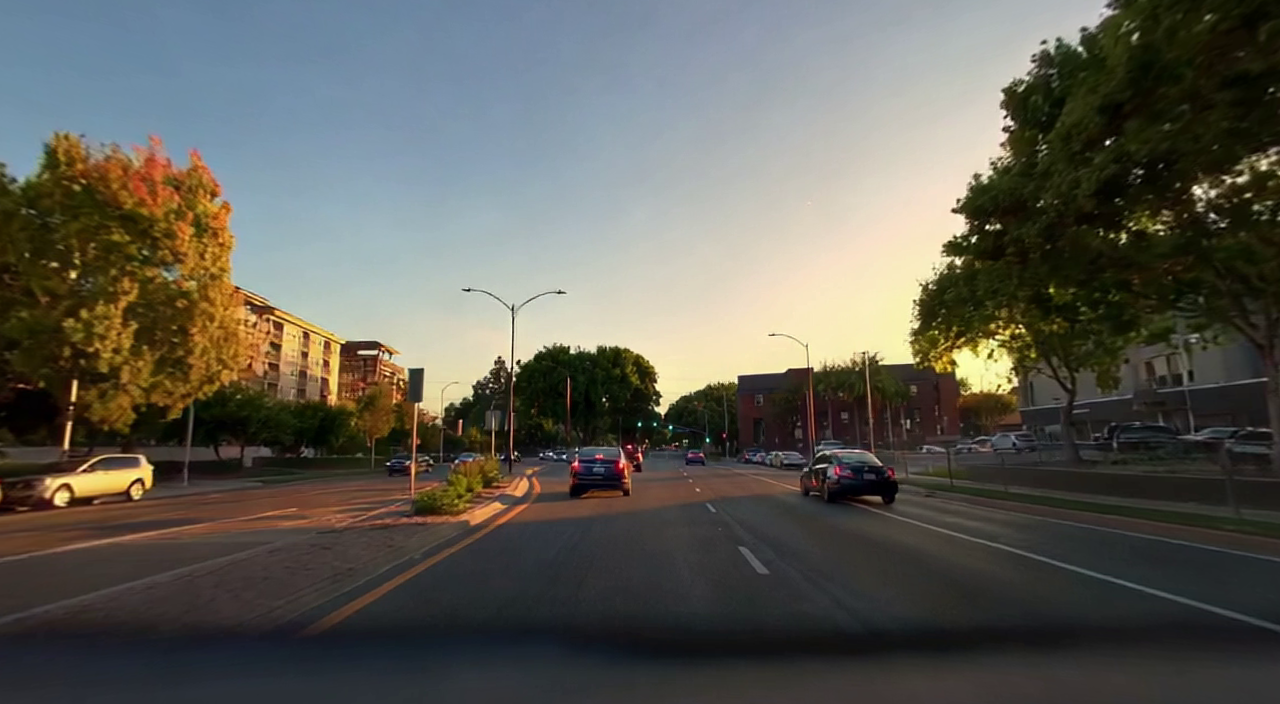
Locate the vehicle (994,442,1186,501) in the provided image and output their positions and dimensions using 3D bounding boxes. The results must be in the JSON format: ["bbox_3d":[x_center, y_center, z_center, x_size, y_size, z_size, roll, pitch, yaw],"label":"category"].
[{"bbox_3d":[12.482,3.327,18.007,2.062,1.442,4.533,0,-9,-1],"label":"vehicle"}]

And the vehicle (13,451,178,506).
[{"bbox_3d":[-20.572,4.762,24.249,2.103,1.824,4.755,0,-9,-1],"label":"vehicle"}]

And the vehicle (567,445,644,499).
[{"bbox_3d":[-1.074,3.663,19.723,2.144,1.447,4.421,0,-9,-3],"label":"vehicle"}]

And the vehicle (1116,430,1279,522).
[{"bbox_3d":[12.470,2.441,12.737,1.985,1.626,4.824,0,-9,1],"label":"vehicle"}]

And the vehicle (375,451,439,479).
[{"bbox_3d":[-13.256,6.436,36.224,1.882,1.475,4.522,0,-9,1],"label":"vehicle"}]
